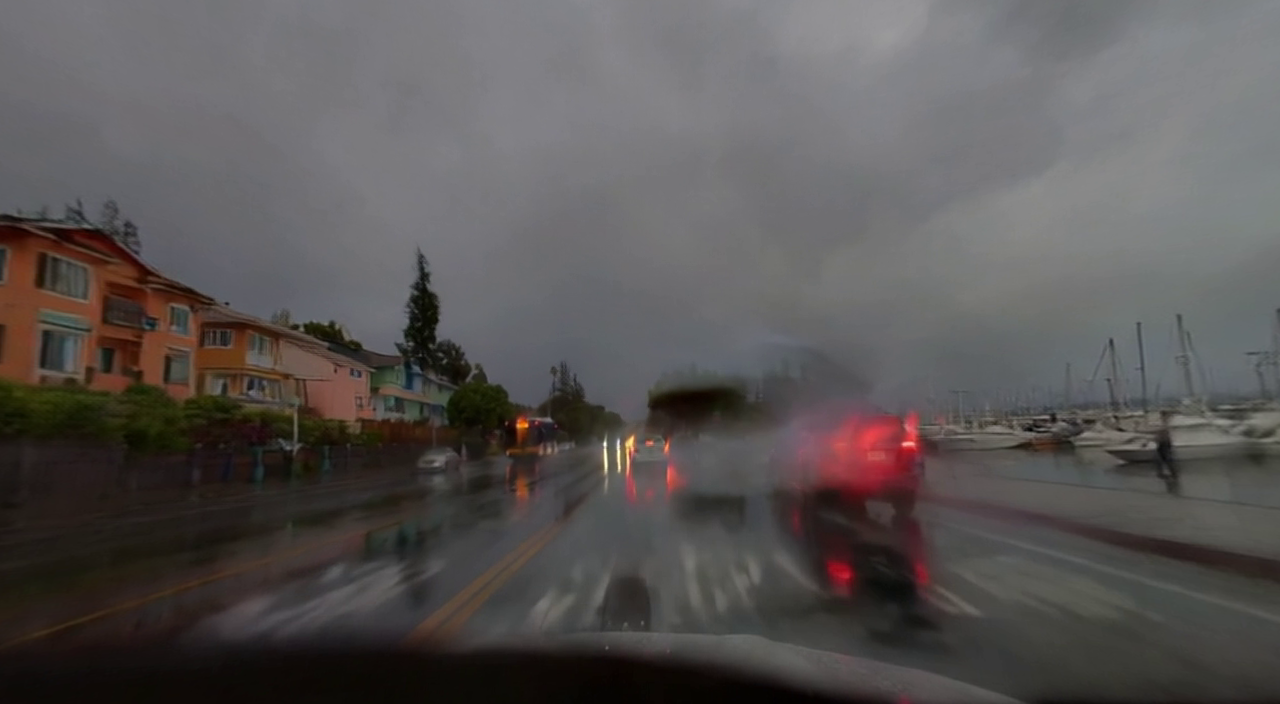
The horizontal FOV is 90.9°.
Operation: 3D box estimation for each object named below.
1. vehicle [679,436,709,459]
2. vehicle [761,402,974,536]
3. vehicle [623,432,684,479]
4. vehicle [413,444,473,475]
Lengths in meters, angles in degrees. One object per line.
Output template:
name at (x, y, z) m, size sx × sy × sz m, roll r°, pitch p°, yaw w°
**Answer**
vehicle at (4.092, 7.309, 48.300) m, size 1.876 × 1.626 × 3.851 m, roll 0°, pitch -8°, yaw -1°
vehicle at (3.536, 1.925, 10.870) m, size 2.000 × 1.809 × 4.405 m, roll 0°, pitch -8°, yaw 0°
vehicle at (0.468, 3.948, 24.155) m, size 2.132 × 1.632 × 3.838 m, roll 0°, pitch -8°, yaw 0°
vehicle at (-10.211, 5.585, 32.906) m, size 1.731 × 1.489 × 3.841 m, roll -1°, pitch -8°, yaw 3°
